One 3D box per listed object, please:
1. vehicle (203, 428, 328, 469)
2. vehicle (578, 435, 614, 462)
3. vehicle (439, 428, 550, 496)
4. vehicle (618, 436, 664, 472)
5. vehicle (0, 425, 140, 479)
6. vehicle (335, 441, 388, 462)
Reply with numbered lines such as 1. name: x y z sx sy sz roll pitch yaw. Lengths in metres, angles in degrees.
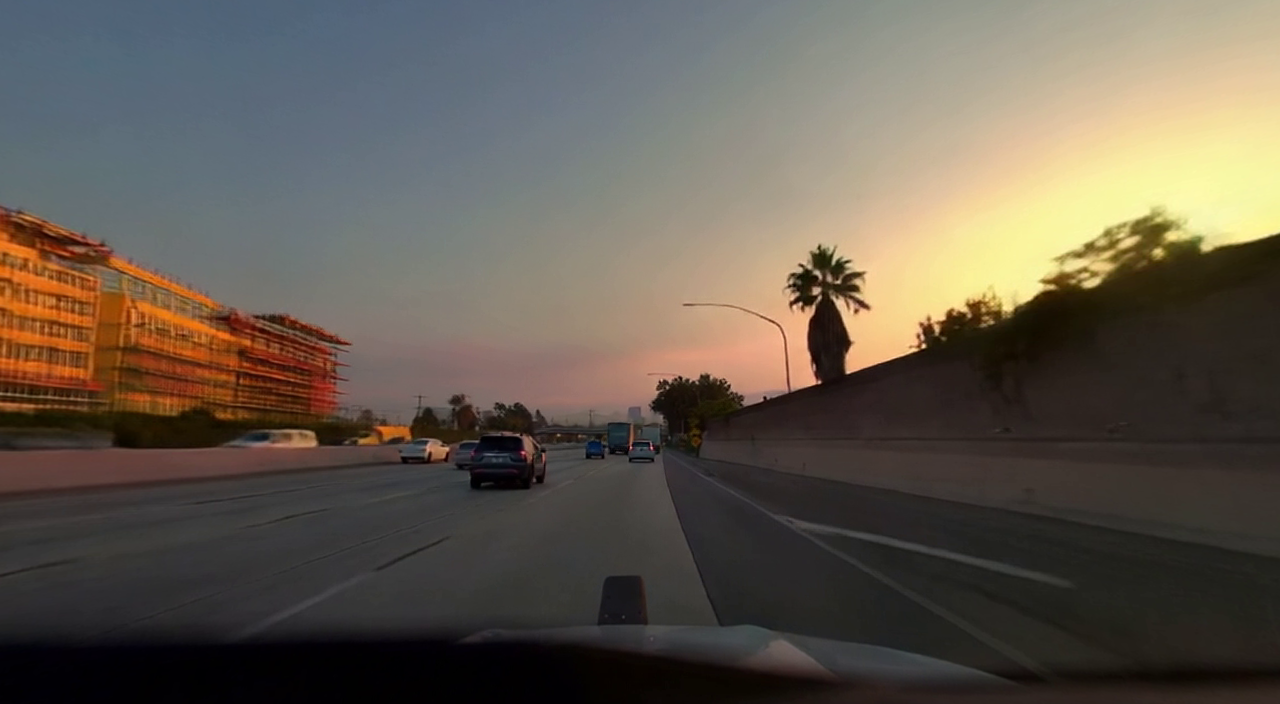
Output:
1. vehicle: -17.641 4.593 30.166 2.256 1.779 5.718 -1 -8 3
2. vehicle: -3.366 7.505 49.034 2.203 1.958 4.848 -1 -8 2
3. vehicle: -4.121 3.199 18.748 2.108 1.740 4.549 0 -8 2
4. vehicle: 0.085 5.076 31.523 2.136 1.678 4.052 0 -8 1
5. vehicle: -21.861 3.674 23.326 2.162 1.745 5.317 -1 -8 2
6. vehicle: -20.785 7.451 47.204 1.755 1.460 4.353 -1 -8 3
